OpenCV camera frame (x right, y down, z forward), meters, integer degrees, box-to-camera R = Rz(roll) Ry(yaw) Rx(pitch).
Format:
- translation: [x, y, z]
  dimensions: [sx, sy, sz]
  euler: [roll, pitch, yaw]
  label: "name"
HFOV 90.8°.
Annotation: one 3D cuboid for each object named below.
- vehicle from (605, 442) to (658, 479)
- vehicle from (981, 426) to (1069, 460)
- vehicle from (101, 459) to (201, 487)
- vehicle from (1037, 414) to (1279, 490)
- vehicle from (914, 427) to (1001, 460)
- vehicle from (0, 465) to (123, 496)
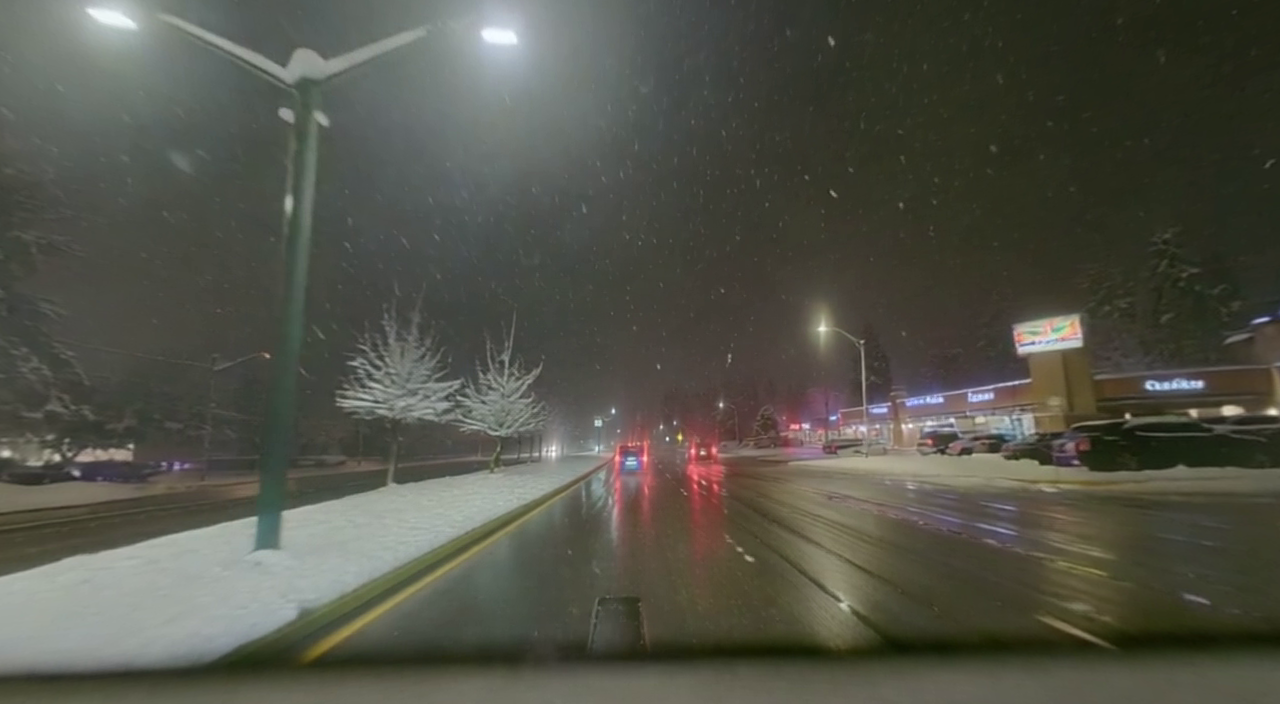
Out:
- translation: [-0.333, 4.660, 27.456]
  dimensions: [2.126, 1.475, 3.967]
  euler: [0, -8, 0]
  label: "vehicle"
- translation: [23.937, 5.741, 39.601]
  dimensions: [2.126, 1.971, 5.619]
  euler: [-1, -9, 3]
  label: "vehicle"
- translation: [-29.823, 7.383, 38.657]
  dimensions: [4.360, 1.606, 1.978]
  euler: [0, -9, -5]
  label: "vehicle"
- translation: [16.428, 3.146, 20.358]
  dimensions: [2.454, 1.973, 7.124]
  euler: [-1, -8, -1]
  label: "vehicle"
- translation: [20.622, 6.011, 41.437]
  dimensions: [2.356, 2.005, 6.308]
  euler: [0, -8, -1]
  label: "vehicle"
- translation: [-30.552, 6.790, 33.483]
  dimensions: [4.497, 1.450, 2.010]
  euler: [0, -8, -1]
  label: "vehicle"
